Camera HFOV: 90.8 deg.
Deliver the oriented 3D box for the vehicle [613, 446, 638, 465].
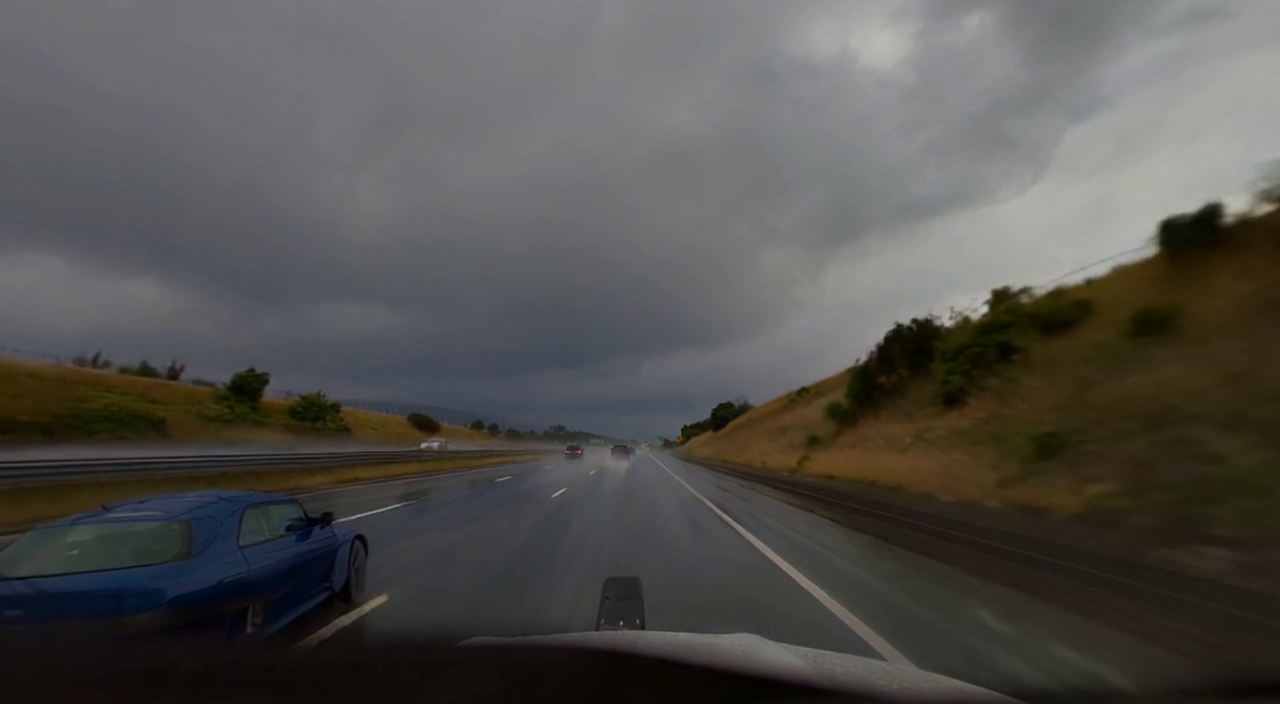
[{"bbox_3d":[-1.086,8.133,49.619,1.891,1.456,3.806,0,-9,0],"label":"vehicle"}]
